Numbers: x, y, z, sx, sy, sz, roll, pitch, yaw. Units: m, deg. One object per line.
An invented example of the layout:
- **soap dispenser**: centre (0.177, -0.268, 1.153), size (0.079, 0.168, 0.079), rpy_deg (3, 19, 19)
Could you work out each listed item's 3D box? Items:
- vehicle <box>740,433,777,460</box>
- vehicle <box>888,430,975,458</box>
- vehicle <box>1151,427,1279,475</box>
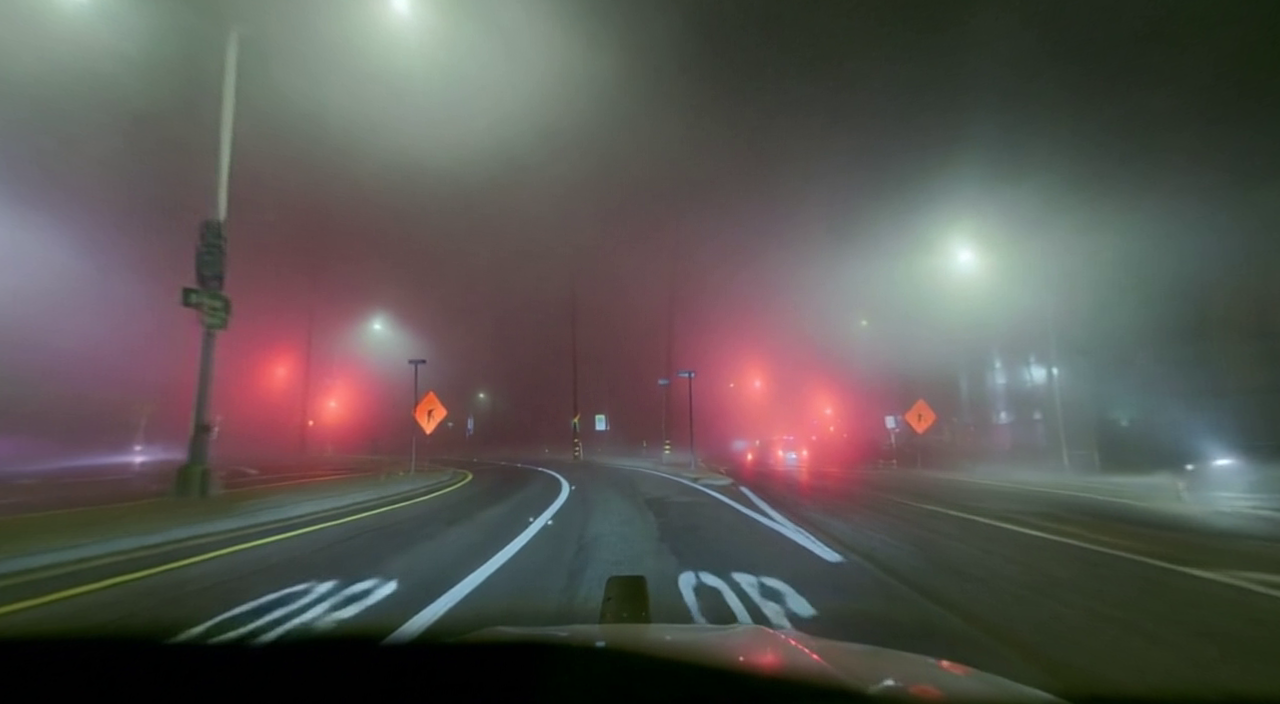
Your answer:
- **vehicle**: centre (8.301, 6.708, 44.610), size (2.150, 1.779, 4.423), rpy_deg (-1, -9, 6)
- **vehicle**: centre (18.811, 5.986, 40.867), size (4.615, 1.738, 1.990), rpy_deg (-1, -9, 5)
- **vehicle**: centre (23.773, 3.978, 25.401), size (4.703, 1.808, 1.987), rpy_deg (1, -9, -4)
